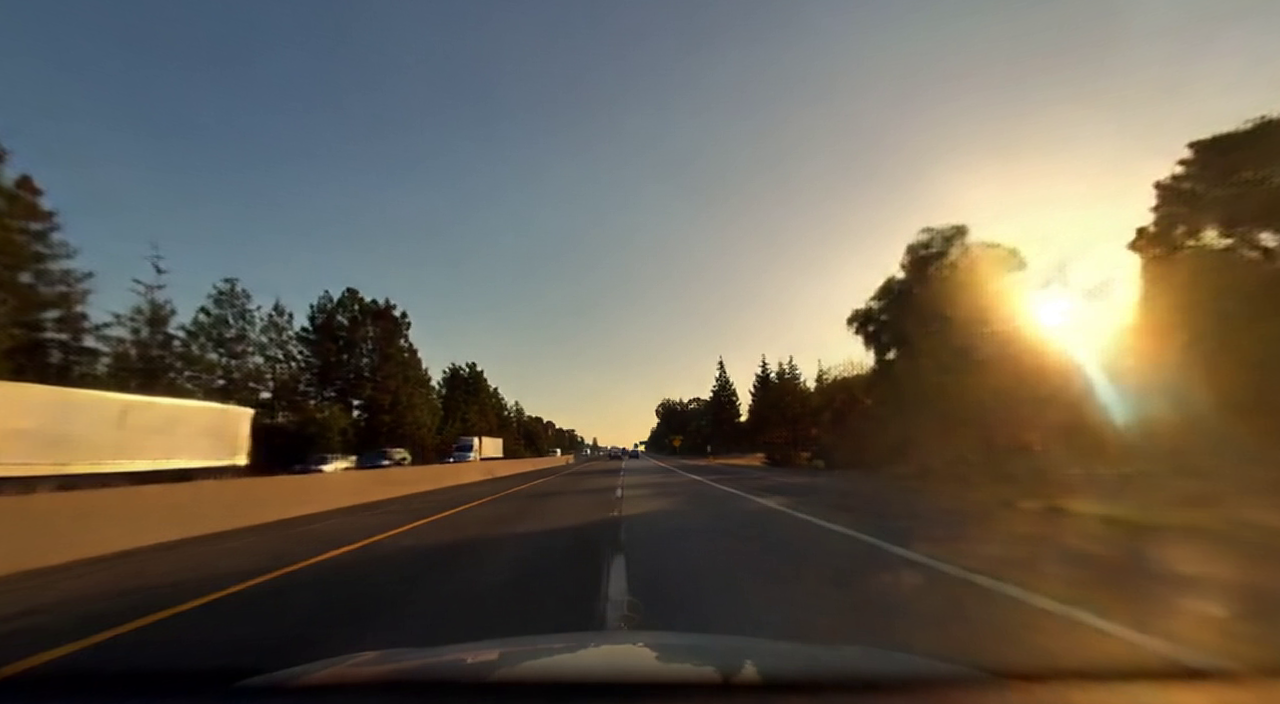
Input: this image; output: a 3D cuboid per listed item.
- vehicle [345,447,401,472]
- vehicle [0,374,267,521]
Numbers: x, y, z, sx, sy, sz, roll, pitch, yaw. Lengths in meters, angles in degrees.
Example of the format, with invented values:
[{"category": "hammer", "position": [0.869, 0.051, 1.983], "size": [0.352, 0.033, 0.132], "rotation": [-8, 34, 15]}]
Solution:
[{"category": "vehicle", "position": [-16.621, 6.696, 39.483], "size": [1.809, 1.431, 4.150], "rotation": [0, -9, -2]}, {"category": "vehicle", "position": [-20.757, 3.654, 24.104], "size": [2.936, 4.356, 16.937], "rotation": [0, -9, -1]}]
